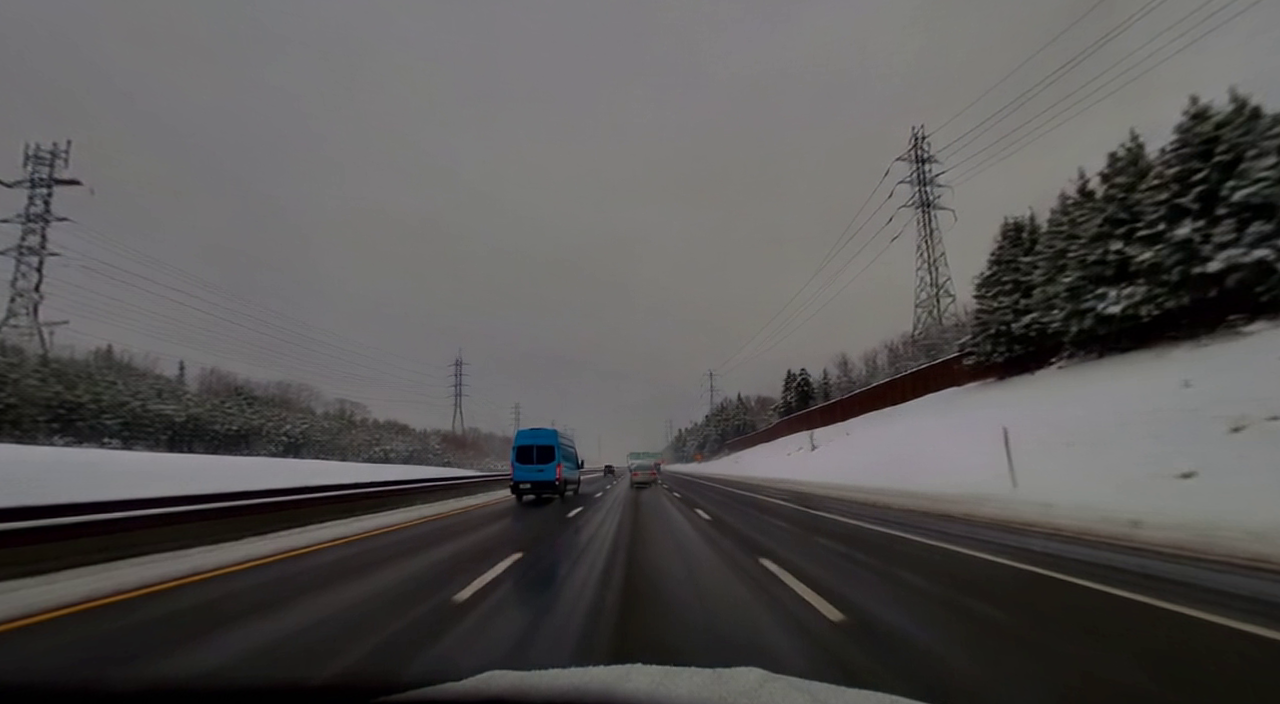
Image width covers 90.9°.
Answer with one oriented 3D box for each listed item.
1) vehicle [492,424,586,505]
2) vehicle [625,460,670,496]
[{"bbox_3d":[-3.594,4.311,24.057,2.394,2.609,6.875,1,-10,0],"label":"vehicle"},{"bbox_3d":[0.333,6.011,30.152,2.006,1.554,3.863,1,-10,0],"label":"vehicle"}]
